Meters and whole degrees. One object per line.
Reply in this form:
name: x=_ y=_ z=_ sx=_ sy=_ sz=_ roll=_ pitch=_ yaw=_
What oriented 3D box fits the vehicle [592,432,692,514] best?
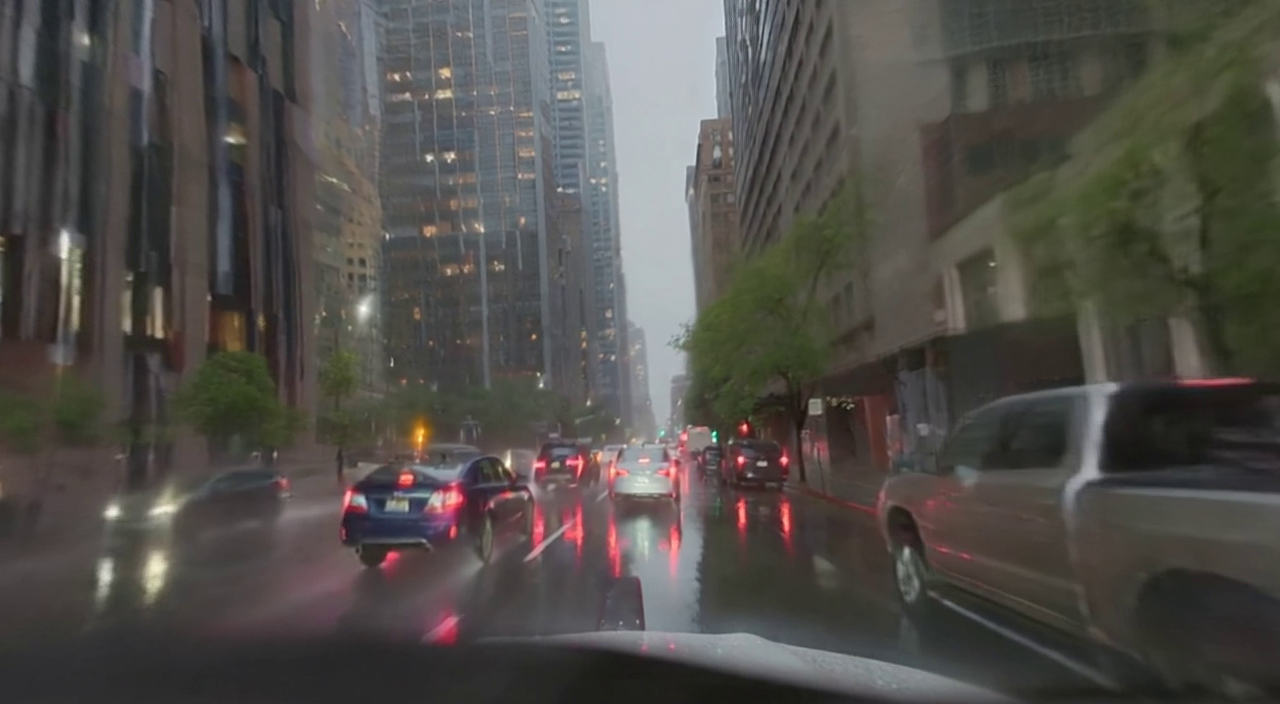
vehicle: x=0.114 y=2.825 z=15.200 sx=2.076 sy=1.667 sz=3.948 roll=-1 pitch=-8 yaw=3

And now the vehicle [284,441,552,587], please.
vehicle: x=-2.611 y=2.006 z=8.770 sx=1.940 sy=1.481 sz=4.376 roll=-1 pitch=-8 yaw=3

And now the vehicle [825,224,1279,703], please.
vehicle: x=2.999 y=0.897 z=3.682 sx=2.352 sy=1.953 sz=4.798 roll=0 pitch=-8 yaw=0

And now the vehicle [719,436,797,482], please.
vehicle: x=4.100 y=3.744 z=22.587 sx=2.065 sy=1.461 sz=4.181 roll=0 pitch=-8 yaw=1

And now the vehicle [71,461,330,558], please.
vehicle: x=-8.682 y=3.095 z=13.173 sx=1.920 sy=1.492 sz=4.624 roll=1 pitch=-8 yaw=2
